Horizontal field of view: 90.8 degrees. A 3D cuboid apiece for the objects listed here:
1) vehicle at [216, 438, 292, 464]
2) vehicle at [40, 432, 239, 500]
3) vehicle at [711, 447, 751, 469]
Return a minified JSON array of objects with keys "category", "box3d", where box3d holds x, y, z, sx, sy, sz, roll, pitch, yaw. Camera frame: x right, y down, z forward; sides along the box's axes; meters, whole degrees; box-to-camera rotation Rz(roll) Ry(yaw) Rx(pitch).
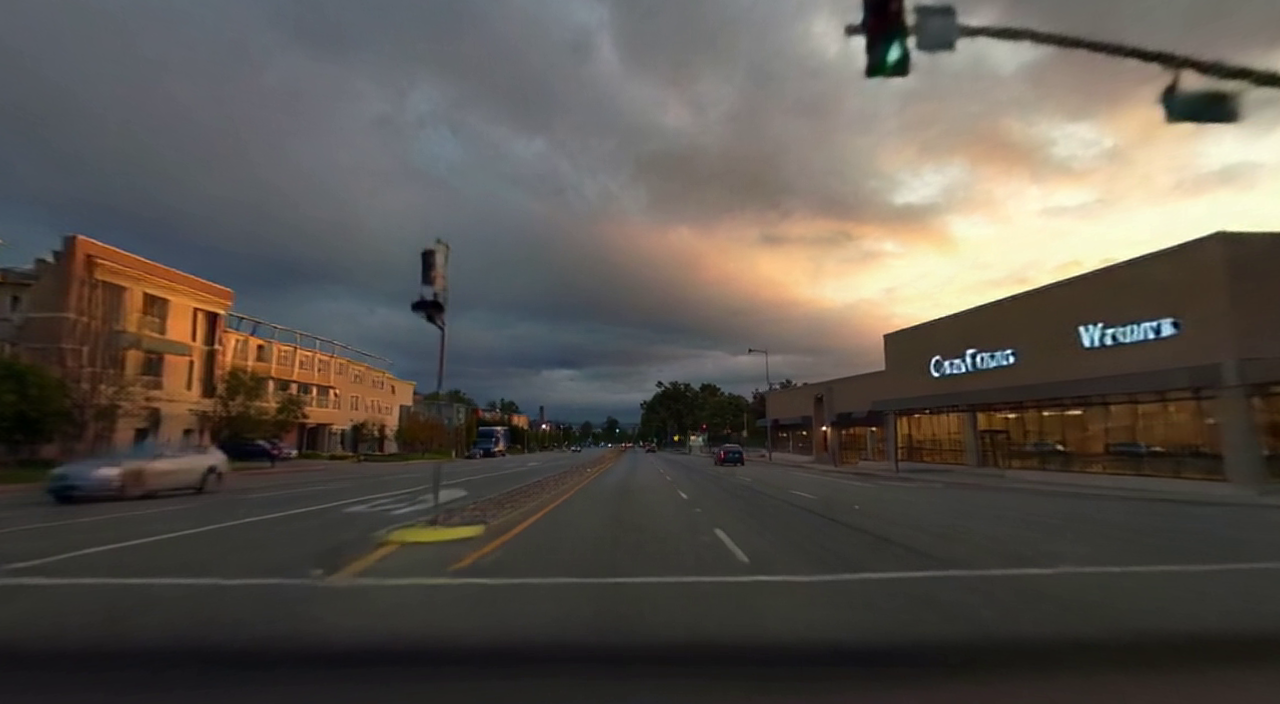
[{"category":"vehicle","box3d":[-29.851,7.706,49.135,2.207,1.863,5.860,0,-9,0]},{"category":"vehicle","box3d":[-14.956,3.424,19.395,2.036,1.787,4.985,0,-9,-1]},{"category":"vehicle","box3d":[6.180,7.265,43.504,1.916,1.437,4.327,1,-9,-2]}]
